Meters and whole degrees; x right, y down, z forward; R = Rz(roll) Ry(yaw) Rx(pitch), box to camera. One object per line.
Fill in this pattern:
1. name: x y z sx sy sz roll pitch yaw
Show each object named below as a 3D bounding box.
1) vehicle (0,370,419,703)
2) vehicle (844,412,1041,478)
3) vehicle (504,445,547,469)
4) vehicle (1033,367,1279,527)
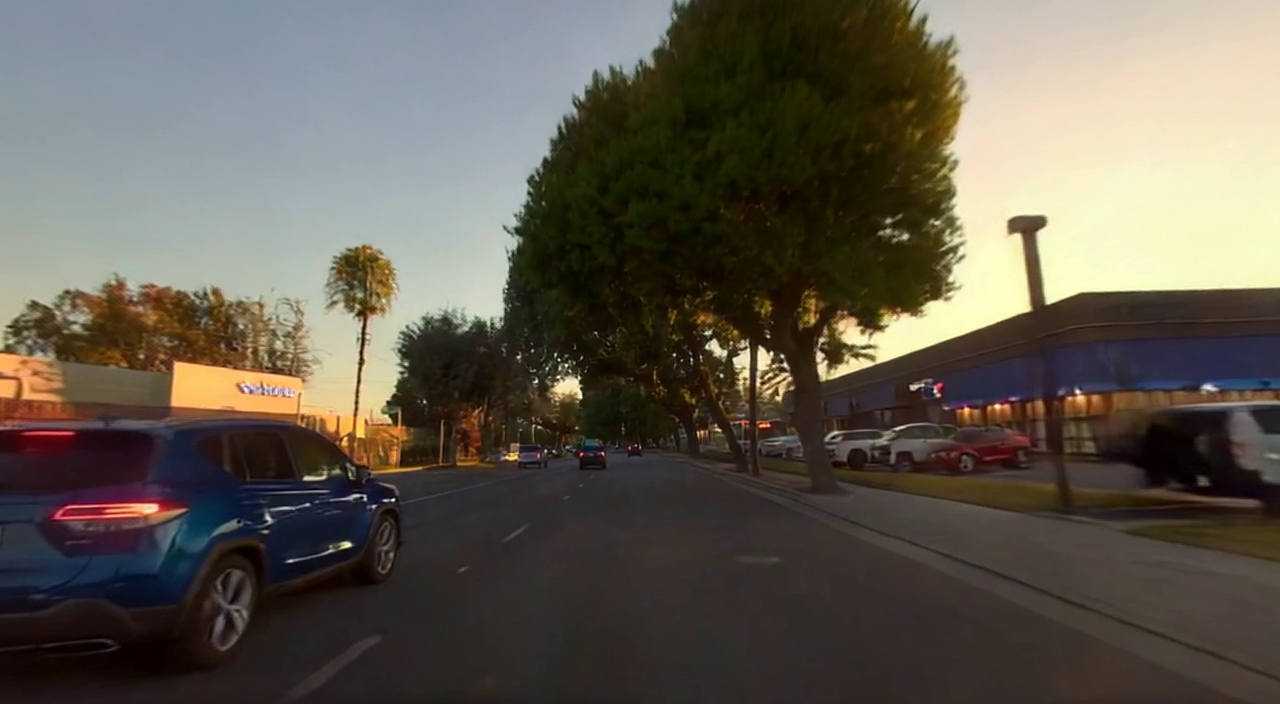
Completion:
1. vehicle: -3.461 1.200 4.659 2.127 1.654 4.121 0 -8 0
2. vehicle: 9.167 2.854 19.440 4.978 1.874 2.079 0 -8 -2
3. vehicle: -7.377 6.795 41.132 1.990 1.483 4.410 0 -8 0
4. vehicle: 8.683 1.289 8.657 5.031 1.951 2.184 -3 -9 16
